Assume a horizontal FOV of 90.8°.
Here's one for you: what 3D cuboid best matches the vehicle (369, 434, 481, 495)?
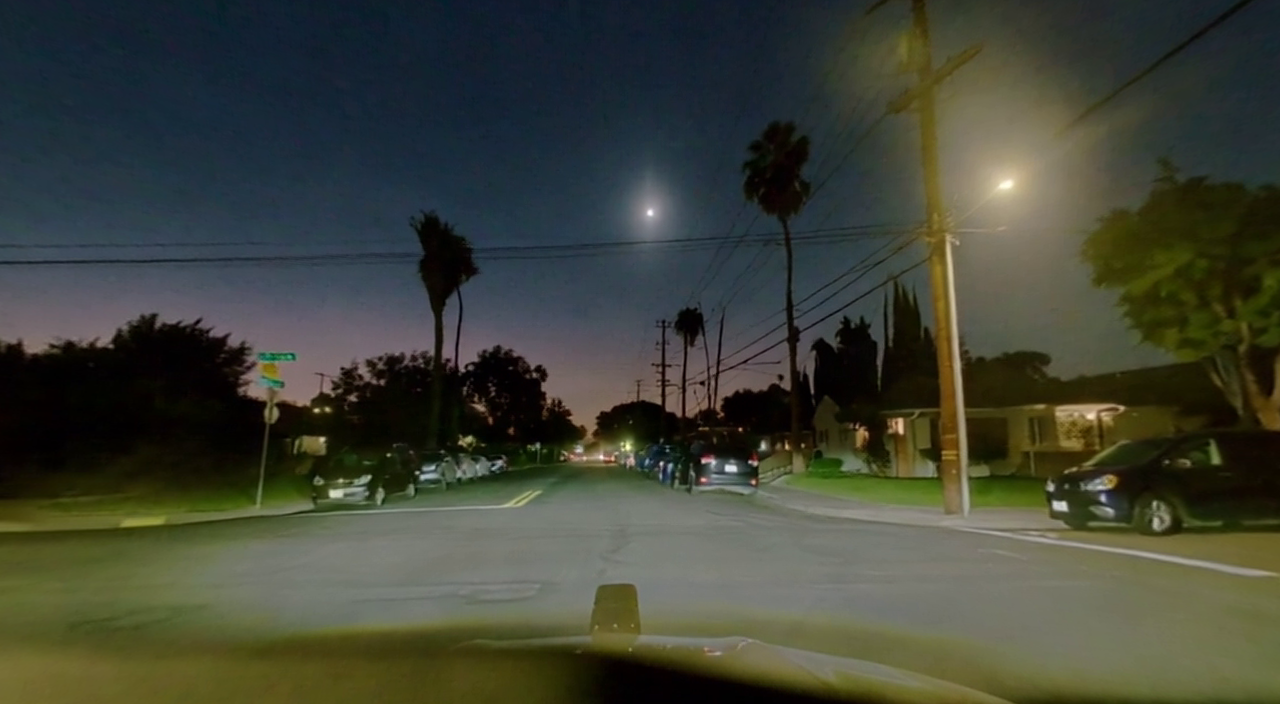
[{"bbox_3d":[-7.703,4.110,23.482,2.301,1.939,6.143,0,-9,-3],"label":"vehicle"}]

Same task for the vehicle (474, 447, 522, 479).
[{"bbox_3d":[-8.820,6.886,39.653,2.178,1.865,4.658,0,-9,-3],"label":"vehicle"}]

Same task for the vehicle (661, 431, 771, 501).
[{"bbox_3d":[2.199,3.592,20.426,2.505,1.895,5.805,1,-9,-4],"label":"vehicle"}]

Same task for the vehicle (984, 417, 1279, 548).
[{"bbox_3d":[10.003,2.268,11.635,5.971,1.967,2.385,-1,-9,-6],"label":"vehicle"}]

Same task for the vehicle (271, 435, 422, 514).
[{"bbox_3d":[-7.365,3.089,16.479,2.198,1.724,4.493,1,-9,-6],"label":"vehicle"}]
